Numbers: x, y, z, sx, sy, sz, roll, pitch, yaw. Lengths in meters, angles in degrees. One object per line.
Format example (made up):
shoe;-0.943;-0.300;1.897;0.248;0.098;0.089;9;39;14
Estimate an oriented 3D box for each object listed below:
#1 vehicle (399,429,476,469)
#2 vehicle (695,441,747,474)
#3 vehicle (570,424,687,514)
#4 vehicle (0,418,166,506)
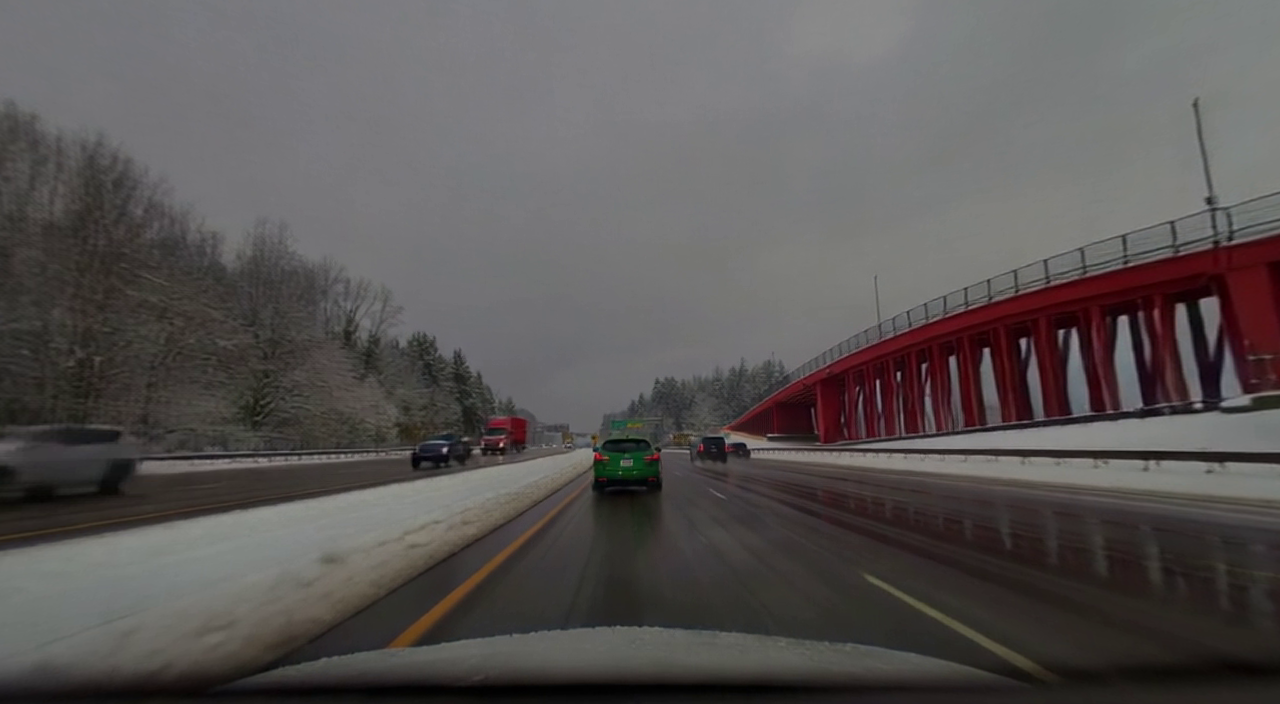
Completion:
vehicle;-9.358;4.536;29.360;2.111;1.674;4.548;0;-9;-1
vehicle;3.886;5.134;30.683;1.894;1.487;3.751;0;-9;-2
vehicle;-0.244;2.587;14.270;2.259;1.699;4.015;0;-9;0
vehicle;-12.051;2.153;12.420;1.938;1.516;4.282;0;-9;0
